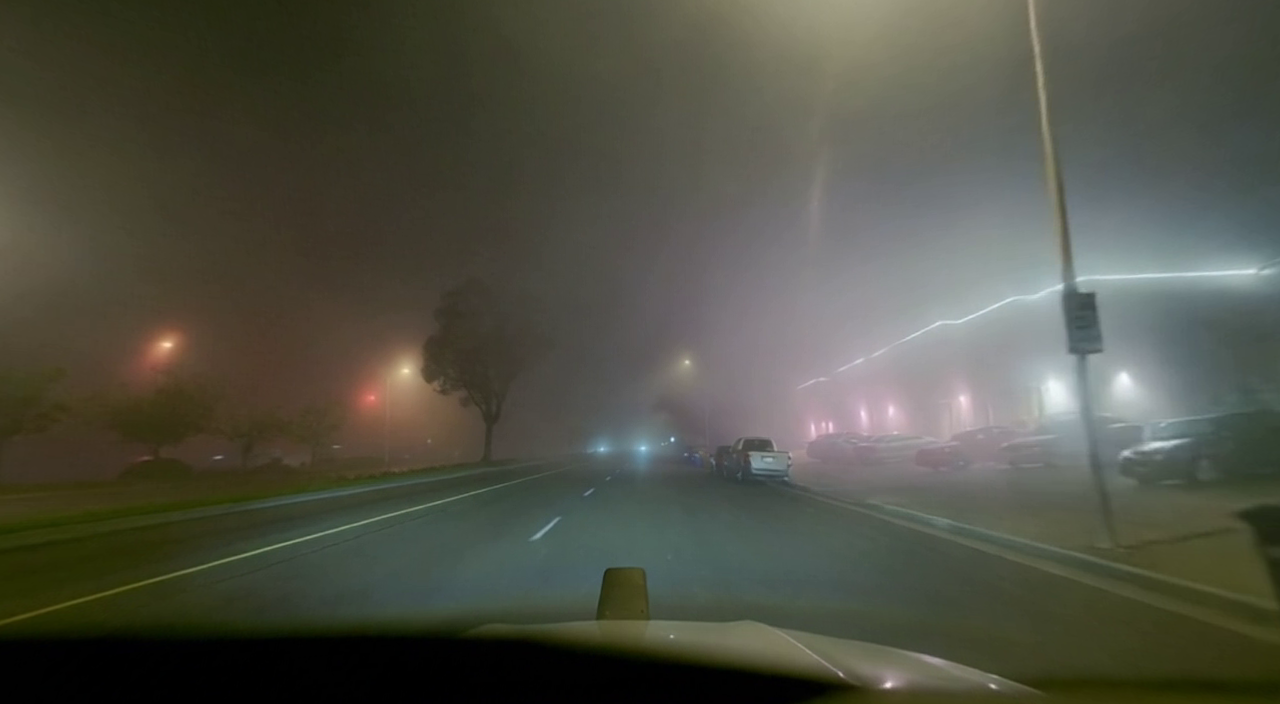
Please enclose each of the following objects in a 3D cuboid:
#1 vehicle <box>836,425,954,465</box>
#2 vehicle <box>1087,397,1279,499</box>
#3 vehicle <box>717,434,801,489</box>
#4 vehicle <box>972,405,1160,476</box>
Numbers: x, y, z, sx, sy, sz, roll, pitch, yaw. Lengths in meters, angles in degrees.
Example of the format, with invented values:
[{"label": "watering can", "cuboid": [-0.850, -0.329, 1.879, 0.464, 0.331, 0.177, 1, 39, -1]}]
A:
[{"label": "vehicle", "cuboid": [12.188, 4.502, 30.432, 4.778, 1.520, 2.020, -5, -9, 7]}, {"label": "vehicle", "cuboid": [11.649, 1.760, 12.217, 4.418, 1.532, 1.889, -6, -10, -3]}, {"label": "vehicle", "cuboid": [4.188, 3.938, 23.139, 2.078, 1.771, 5.174, 0, -8, 0]}, {"label": "vehicle", "cuboid": [12.495, 2.622, 18.679, 4.067, 1.732, 1.983, -3, -8, -5]}]
